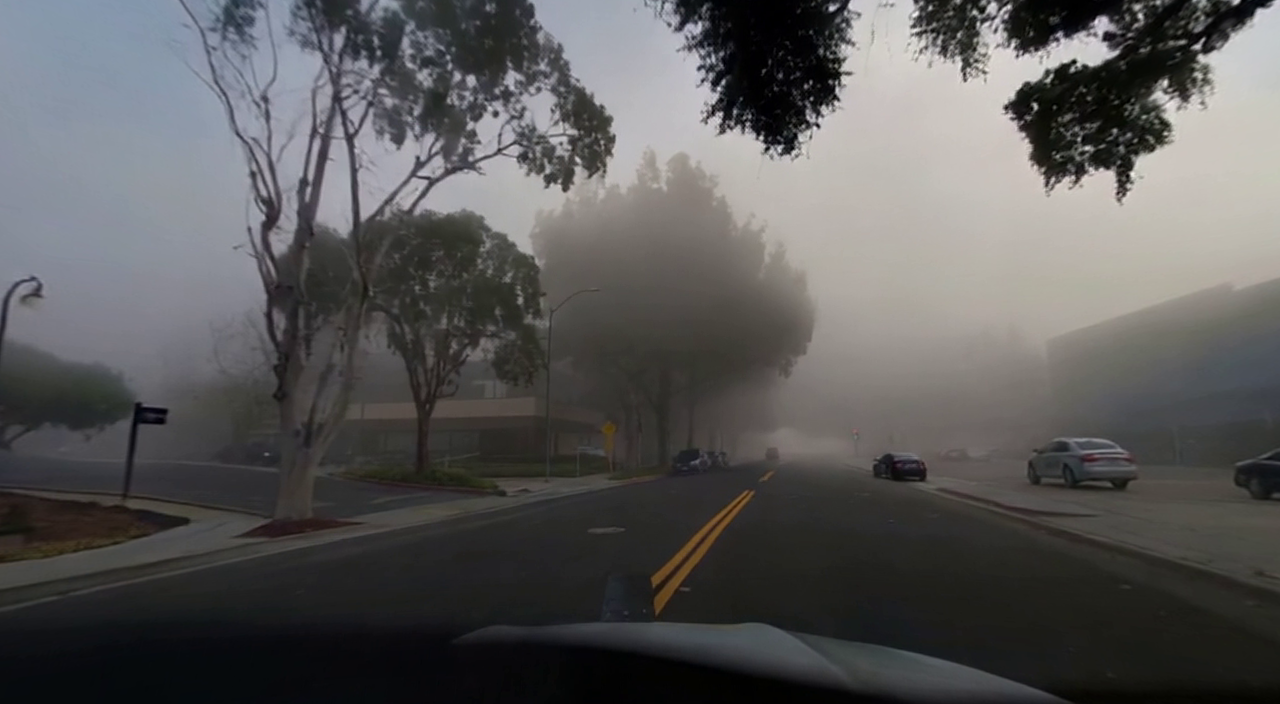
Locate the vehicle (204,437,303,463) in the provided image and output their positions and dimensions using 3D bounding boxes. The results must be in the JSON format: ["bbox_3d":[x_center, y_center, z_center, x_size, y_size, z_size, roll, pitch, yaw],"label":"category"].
[{"bbox_3d":[-24.499,6.223,40.133,4.814,1.609,2.197,1,-9,-4],"label":"vehicle"}]

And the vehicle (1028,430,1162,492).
[{"bbox_3d":[15.067,3.612,21.233,2.018,1.840,4.662,-2,-9,15],"label":"vehicle"}]

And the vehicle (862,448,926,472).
[{"bbox_3d":[19.273,8.196,48.026,4.277,1.740,2.097,-2,-9,16],"label":"vehicle"}]
